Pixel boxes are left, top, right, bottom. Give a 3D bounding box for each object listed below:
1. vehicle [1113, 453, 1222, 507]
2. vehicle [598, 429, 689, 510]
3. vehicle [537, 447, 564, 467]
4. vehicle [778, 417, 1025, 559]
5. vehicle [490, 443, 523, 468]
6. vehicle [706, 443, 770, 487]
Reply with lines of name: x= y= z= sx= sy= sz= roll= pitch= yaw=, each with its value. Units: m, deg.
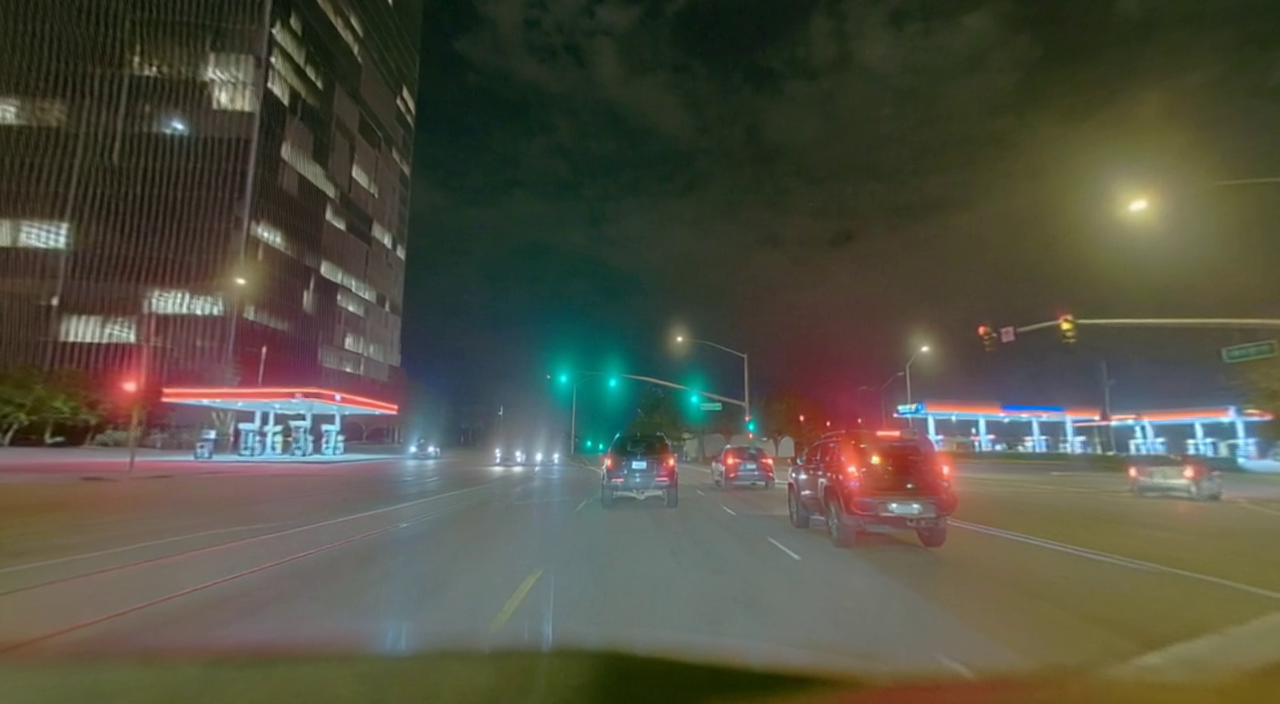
vehicle: x=16.760 y=4.008 z=20.235 sx=2.057 sy=1.473 sz=4.462 roll=-5 pitch=-10 yaw=33
vehicle: x=0.040 y=2.937 z=16.218 sx=2.051 sy=1.798 sz=4.168 roll=0 pitch=-8 yaw=-1
vehicle: x=-6.993 y=8.146 z=48.999 sx=1.987 sy=1.505 sz=4.337 roll=1 pitch=-9 yaw=-9
vehicle: x=3.745 y=2.009 z=10.022 sx=2.000 sy=1.745 sz=4.206 roll=0 pitch=-8 yaw=-2
vehicle: x=-9.830 y=7.646 z=46.755 sx=1.992 sy=1.755 sz=4.283 roll=1 pitch=-9 yaw=-7
vehicle: x=3.780 y=4.391 z=24.778 sx=1.800 sy=1.592 sz=3.658 roll=0 pitch=-9 yaw=-2
